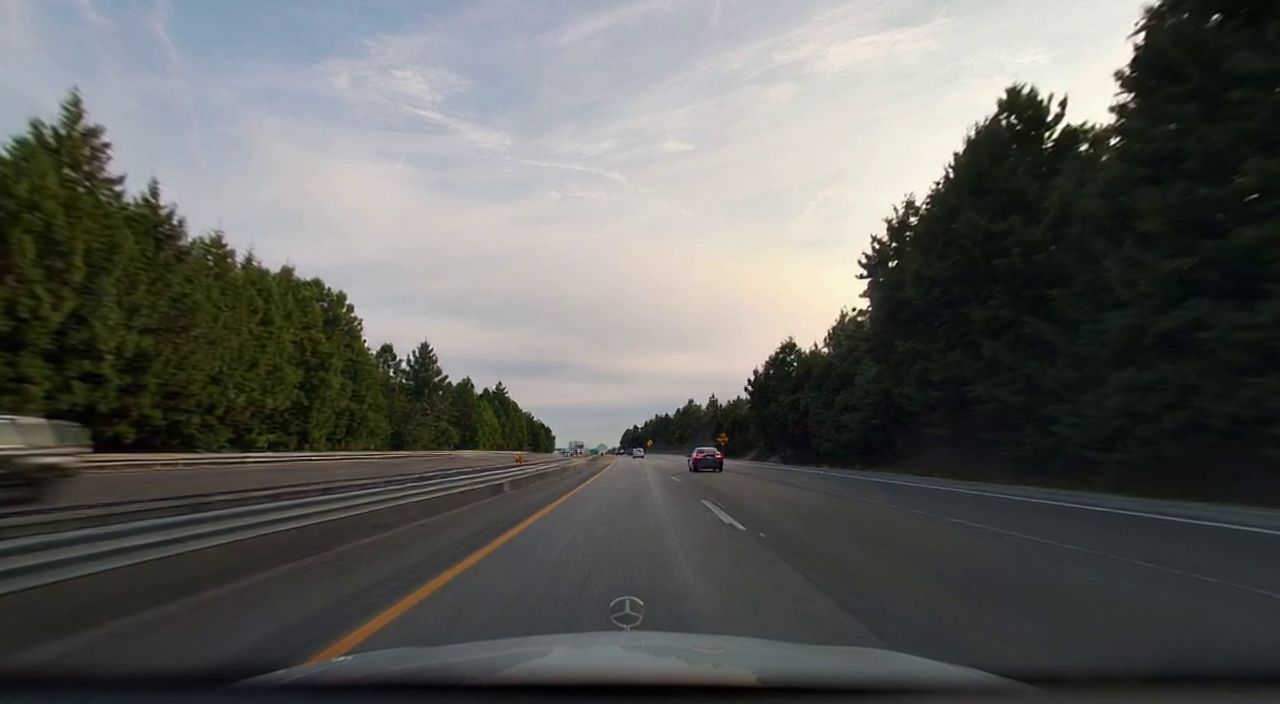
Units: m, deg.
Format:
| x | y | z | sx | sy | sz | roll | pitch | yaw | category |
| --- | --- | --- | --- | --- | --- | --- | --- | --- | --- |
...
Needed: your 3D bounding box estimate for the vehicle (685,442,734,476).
| x | y | z | sx | sy | sz | roll | pitch | yaw | category |
| --- | --- | --- | --- | --- | --- | --- | --- | --- | --- |
| 3.550 | 5.578 | 33.047 | 1.933 | 1.663 | 4.440 | 0 | -9 | -2 | vehicle |
